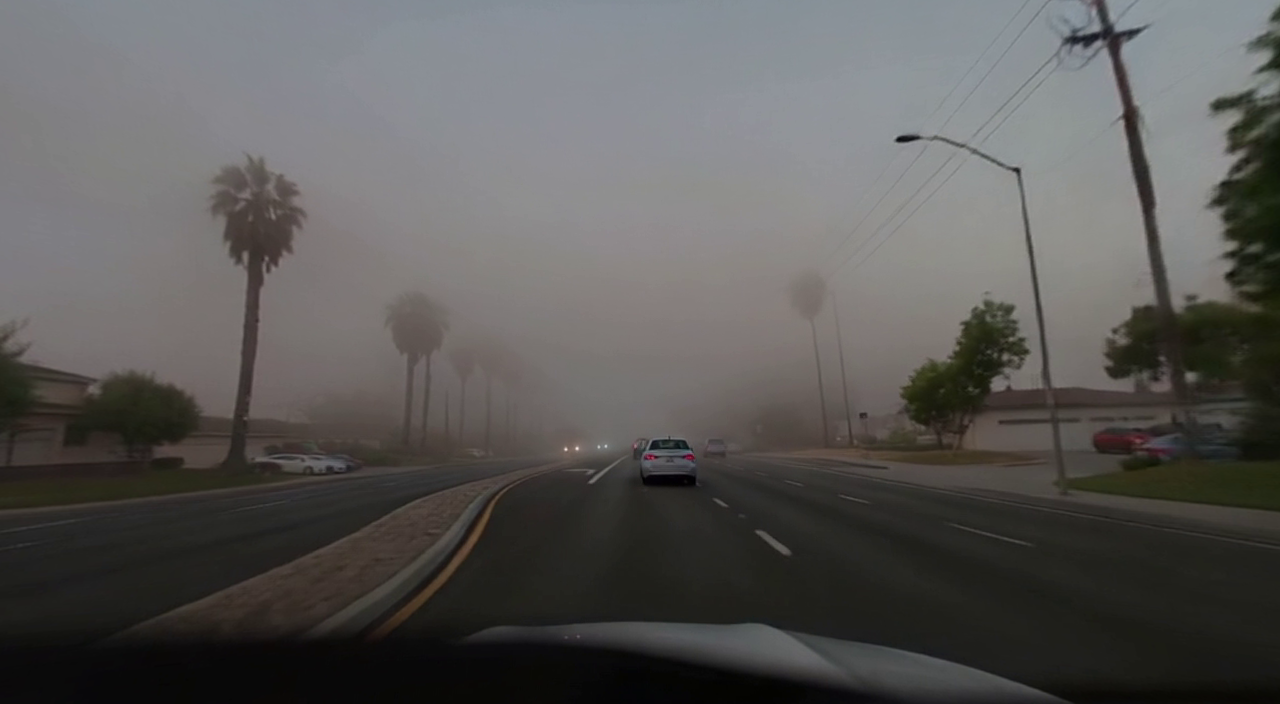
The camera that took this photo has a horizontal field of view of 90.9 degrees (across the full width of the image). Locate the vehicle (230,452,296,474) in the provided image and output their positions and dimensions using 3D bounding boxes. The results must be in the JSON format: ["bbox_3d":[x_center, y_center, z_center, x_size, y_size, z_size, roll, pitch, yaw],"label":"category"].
[{"bbox_3d":[-26.388,7.764,44.350,1.813,1.452,4.619,0,-8,0],"label":"vehicle"}]

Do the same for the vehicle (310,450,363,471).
[{"bbox_3d":[-23.400,8.335,48.749,1.834,1.499,4.346,0,-8,1],"label":"vehicle"}]

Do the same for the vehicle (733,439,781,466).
[{"bbox_3d":[6.645,5.747,36.230,1.897,1.477,4.360,0,-8,-1],"label":"vehicle"}]

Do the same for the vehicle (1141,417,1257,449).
[{"bbox_3d":[32.754,4.831,37.128,1.946,1.740,4.813,1,-9,-10],"label":"vehicle"}]

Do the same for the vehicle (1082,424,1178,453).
[{"bbox_3d":[27.641,4.933,35.728,1.781,1.520,3.979,2,-9,-13],"label":"vehicle"}]

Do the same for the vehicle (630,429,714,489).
[{"bbox_3d":[0.875,3.316,19.874,2.289,1.679,4.180,0,-8,-2],"label":"vehicle"}]
